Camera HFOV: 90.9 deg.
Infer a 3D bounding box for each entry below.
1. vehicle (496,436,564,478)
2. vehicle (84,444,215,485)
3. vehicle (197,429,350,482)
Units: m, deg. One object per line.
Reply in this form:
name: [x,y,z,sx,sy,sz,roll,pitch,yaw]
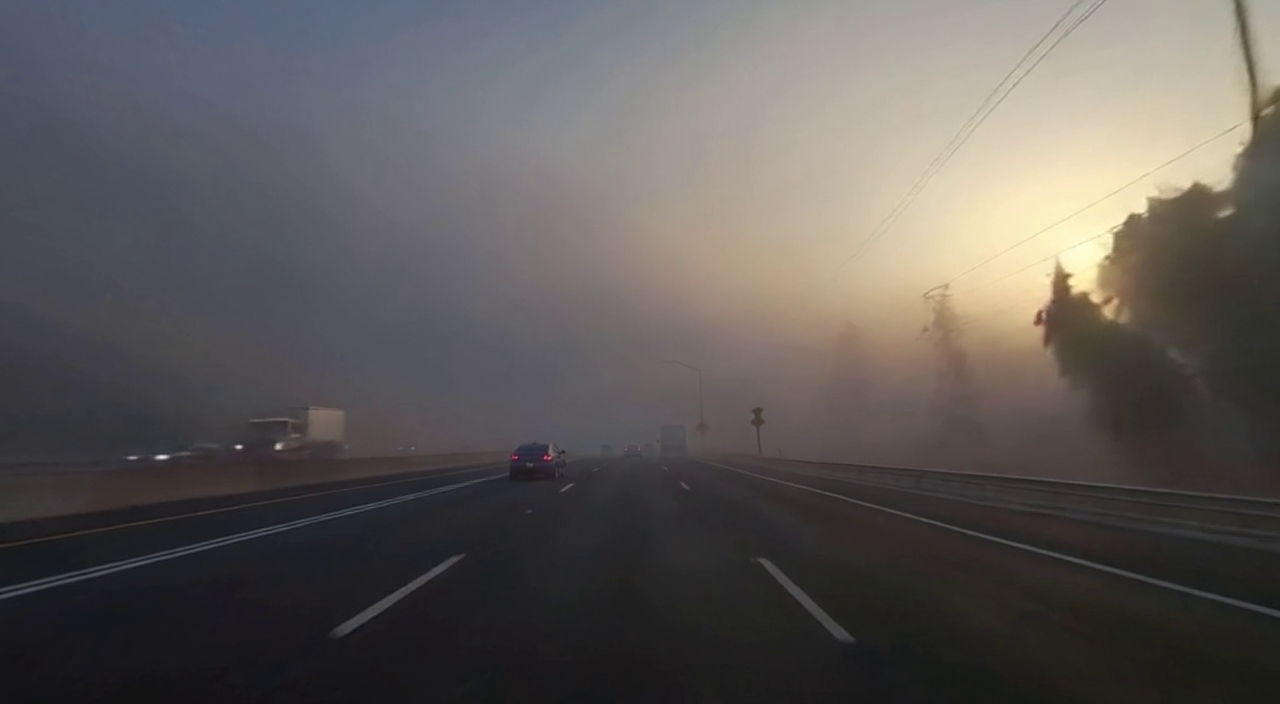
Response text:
vehicle: [-4.635,4.498,27.249,2.064,1.642,4.389,0,-8,1]
vehicle: [-19.399,4.428,25.226,1.784,1.465,4.274,0,-8,0]
vehicle: [-14.690,4.198,25.928,2.705,1.851,6.038,0,-8,0]
